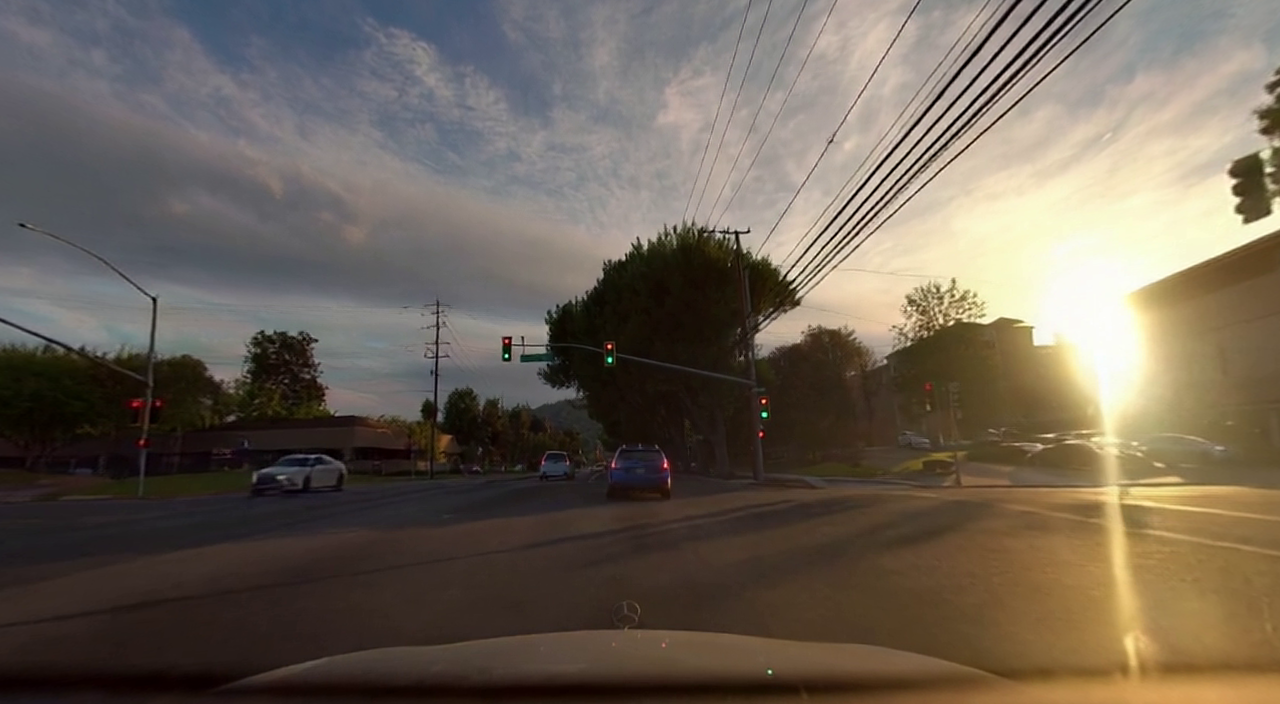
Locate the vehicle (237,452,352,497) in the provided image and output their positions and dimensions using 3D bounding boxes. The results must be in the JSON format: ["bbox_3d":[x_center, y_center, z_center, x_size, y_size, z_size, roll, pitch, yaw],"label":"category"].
[{"bbox_3d":[-13.756,4.869,25.532,2.025,1.571,4.636,0,-9,0],"label":"vehicle"}]

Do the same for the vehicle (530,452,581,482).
[{"bbox_3d":[-4.465,6.155,34.005,2.153,1.474,4.284,0,-9,0],"label":"vehicle"}]

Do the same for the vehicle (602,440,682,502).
[{"bbox_3d":[0.018,3.497,18.929,2.156,1.636,3.923,0,-9,-1],"label":"vehicle"}]
